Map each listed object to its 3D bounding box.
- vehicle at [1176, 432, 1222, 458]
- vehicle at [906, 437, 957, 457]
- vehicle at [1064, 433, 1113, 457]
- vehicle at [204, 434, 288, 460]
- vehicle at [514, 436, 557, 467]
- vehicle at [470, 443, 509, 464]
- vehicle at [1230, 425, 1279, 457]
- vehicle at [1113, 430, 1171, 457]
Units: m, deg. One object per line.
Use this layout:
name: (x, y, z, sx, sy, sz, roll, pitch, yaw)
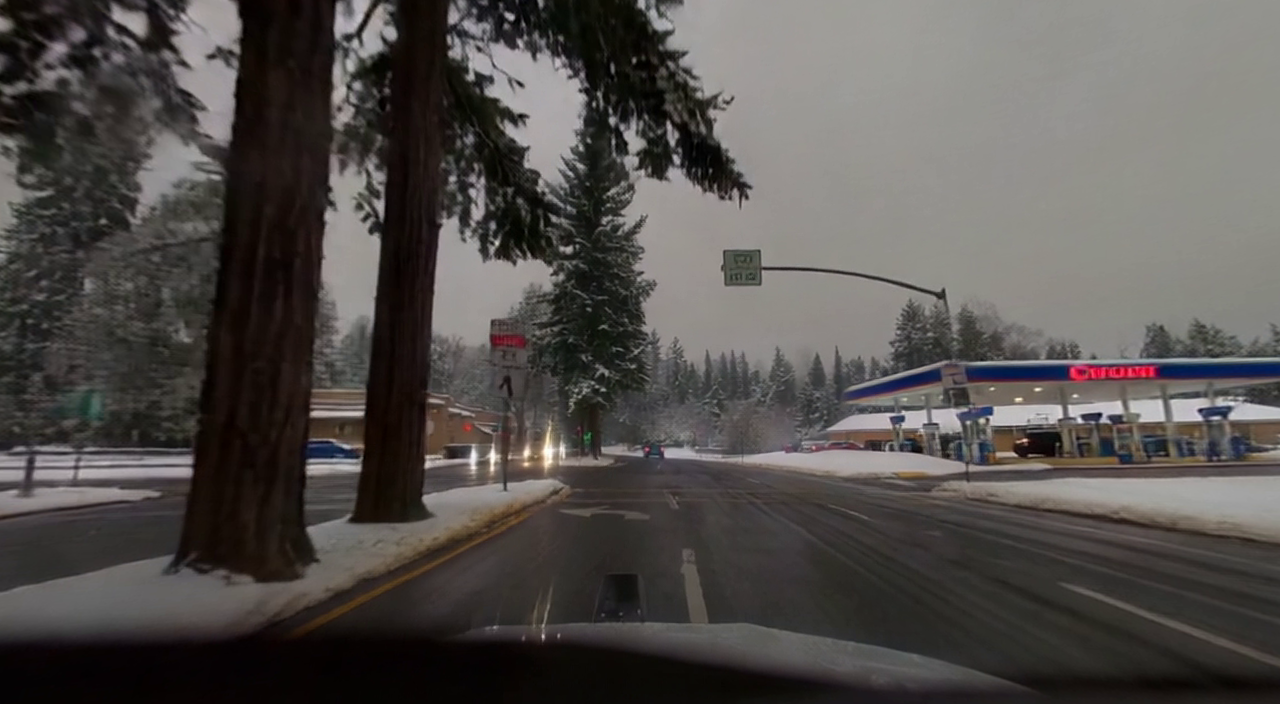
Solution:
vehicle: (33.081, 5.482, 37.326, 1.771, 1.422, 3.931, -8, -11, 43)
vehicle: (22.475, 7.300, 48.624, 4.557, 1.434, 1.916, 8, -12, -43)
vehicle: (29.415, 6.080, 41.346, 1.815, 1.480, 4.406, -8, -12, 44)
vehicle: (-28.401, 6.828, 45.598, 4.938, 1.778, 1.954, 6, -10, -36)
vehicle: (-6.384, 6.131, 39.158, 1.987, 1.747, 4.545, 0, -8, -1)
vehicle: (-11.371, 7.704, 48.009, 1.909, 1.469, 4.370, 0, -8, 0)
vehicle: (35.259, 5.108, 36.138, 1.912, 1.684, 3.928, -8, -12, 43)
vehicle: (31.236, 5.680, 39.258, 4.355, 1.561, 2.103, 8, -11, -44)
